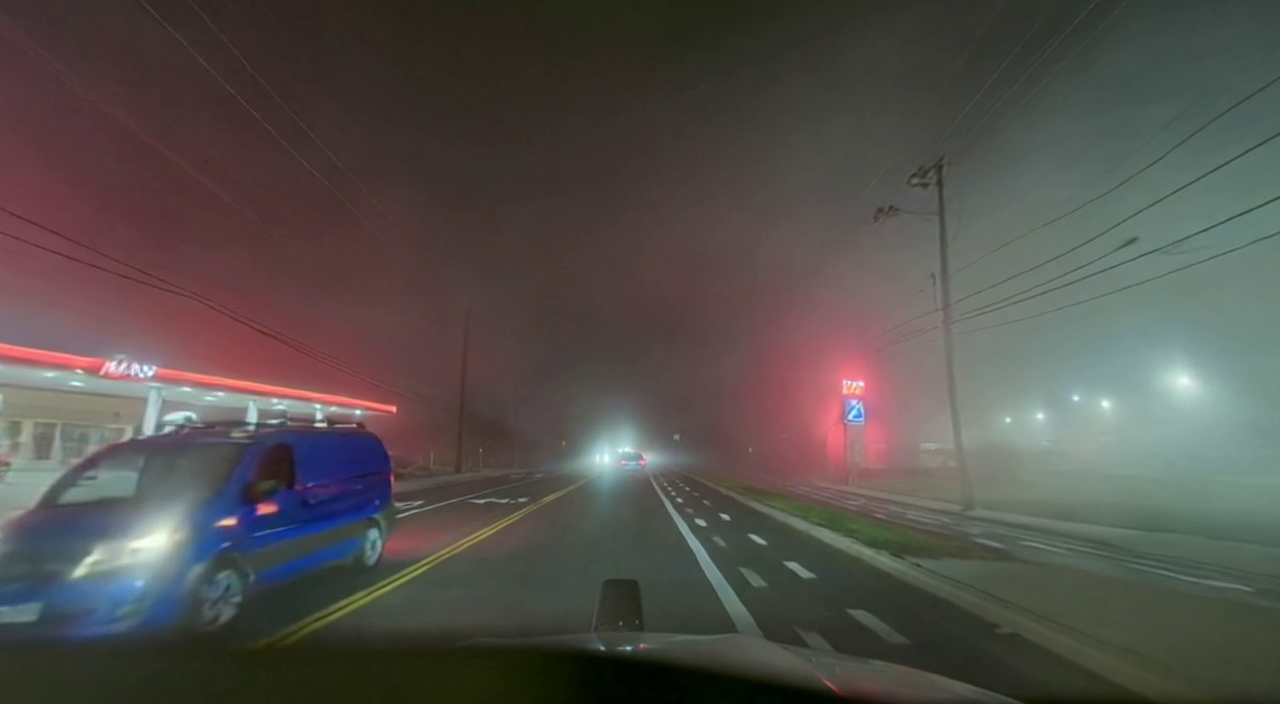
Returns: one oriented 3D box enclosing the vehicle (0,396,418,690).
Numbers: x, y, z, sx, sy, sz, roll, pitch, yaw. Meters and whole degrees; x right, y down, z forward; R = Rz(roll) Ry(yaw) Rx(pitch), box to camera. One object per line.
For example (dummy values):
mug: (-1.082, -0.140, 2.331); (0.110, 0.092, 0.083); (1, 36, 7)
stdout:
vehicle: (-4.313, 1.566, 6.492); (2.274, 1.844, 4.843); (0, -8, 0)
